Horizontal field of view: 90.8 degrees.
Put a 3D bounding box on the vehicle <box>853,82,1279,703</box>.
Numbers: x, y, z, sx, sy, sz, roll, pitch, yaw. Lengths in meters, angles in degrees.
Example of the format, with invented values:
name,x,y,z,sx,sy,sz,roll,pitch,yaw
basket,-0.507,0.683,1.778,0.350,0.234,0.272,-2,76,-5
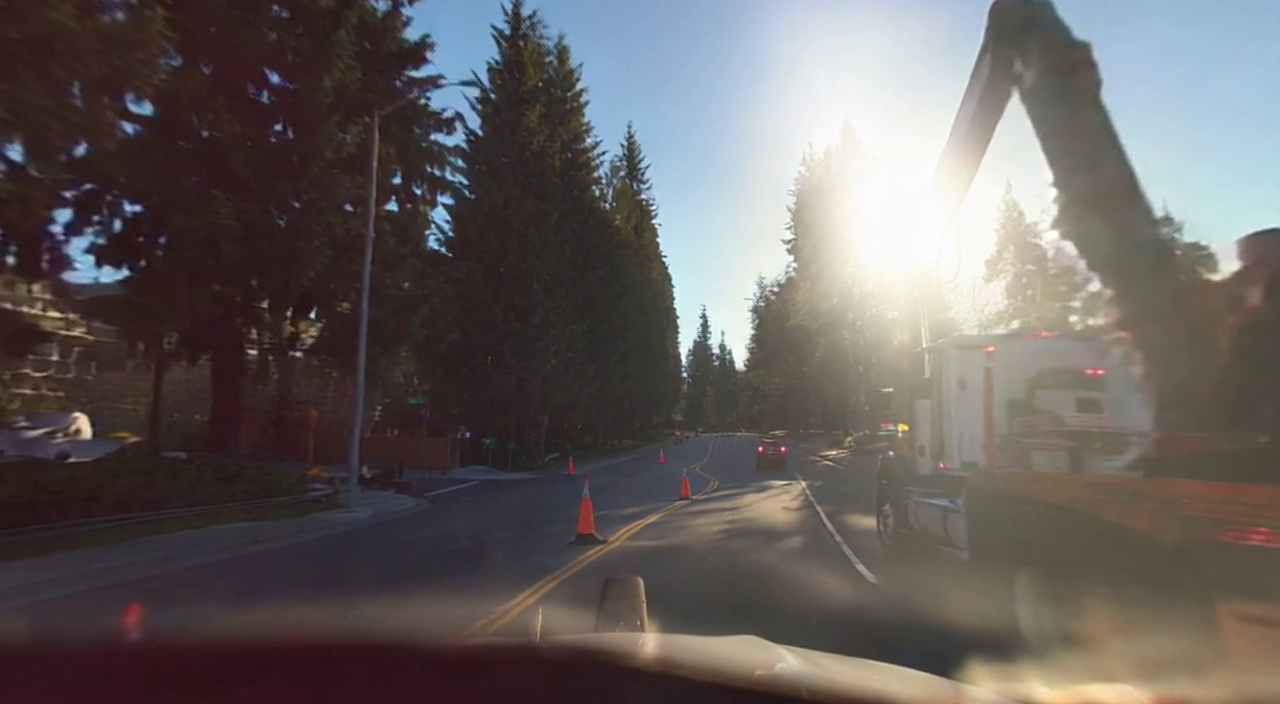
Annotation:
name,x,y,z,sx,sy,sz,roll,pitch,yaw
vehicle,3.852,0.777,4.922,3.098,2.601,6.758,-1,-6,10

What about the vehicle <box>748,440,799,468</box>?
name,x,y,z,sx,sy,sz,roll,pitch,yaw
vehicle,8.042,6.171,38.372,1.716,1.583,3.770,2,-9,-9

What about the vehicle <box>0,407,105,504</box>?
name,x,y,z,sx,sy,sz,roll,pitch,yaw
vehicle,-16.581,2.752,17.040,2.665,2.465,1.532,3,-8,-18

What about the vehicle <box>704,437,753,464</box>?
name,x,y,z,sx,sy,sz,roll,pitch,yaw
vehicle,6.395,7.248,46.388,1.997,1.853,4.654,2,-9,-13
